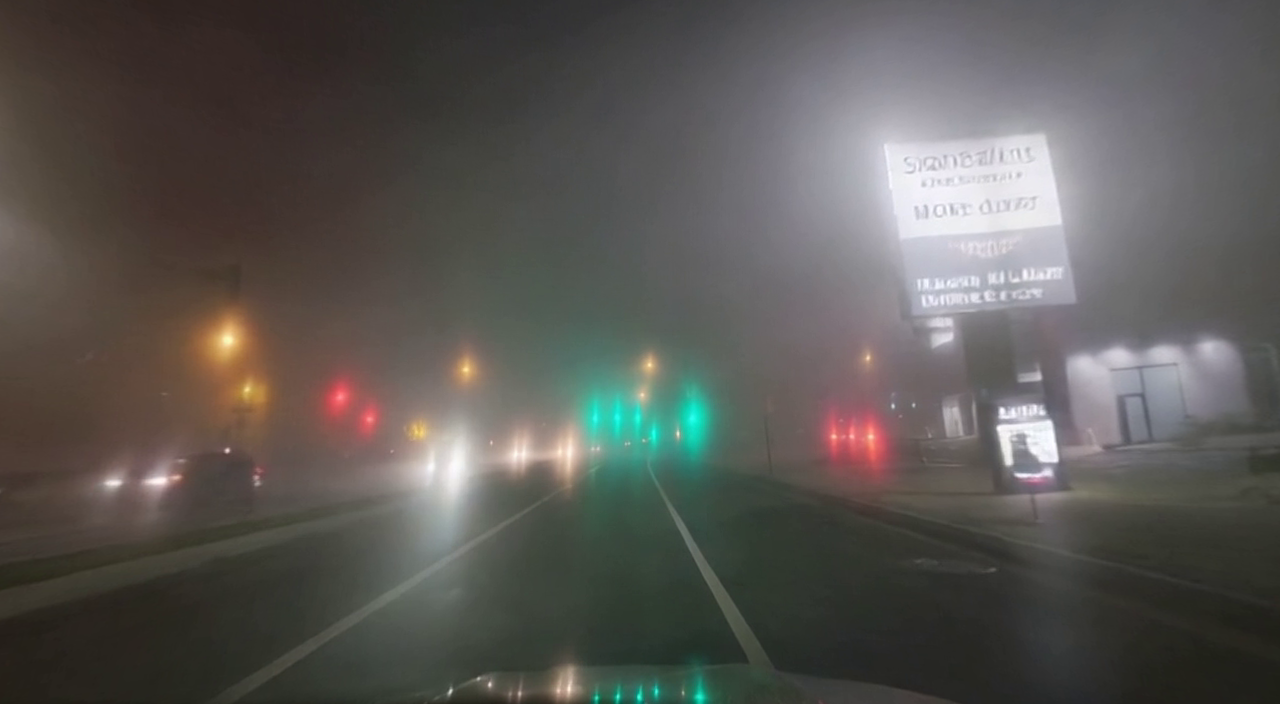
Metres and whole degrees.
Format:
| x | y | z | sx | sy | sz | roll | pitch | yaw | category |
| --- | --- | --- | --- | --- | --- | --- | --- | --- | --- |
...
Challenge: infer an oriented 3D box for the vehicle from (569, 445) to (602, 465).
| x | y | z | sx | sy | sz | roll | pitch | yaw | category |
| --- | --- | --- | --- | --- | --- | --- | --- | --- | --- |
| -3.878 | 7.457 | 45.865 | 1.962 | 1.420 | 4.021 | 0 | -9 | 1 | vehicle |

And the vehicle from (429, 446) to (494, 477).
| x | y | z | sx | sy | sz | roll | pitch | yaw | category |
| --- | --- | --- | --- | --- | --- | --- | --- | --- | --- |
| -9.696 | 5.969 | 34.770 | 1.994 | 1.550 | 5.009 | 0 | -9 | 1 | vehicle |

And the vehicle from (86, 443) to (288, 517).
| x | y | z | sx | sy | sz | roll | pitch | yaw | category |
| --- | --- | --- | --- | --- | --- | --- | --- | --- | --- |
| -12.990 | 3.655 | 18.667 | 2.347 | 1.857 | 4.860 | 0 | -9 | 0 | vehicle |
